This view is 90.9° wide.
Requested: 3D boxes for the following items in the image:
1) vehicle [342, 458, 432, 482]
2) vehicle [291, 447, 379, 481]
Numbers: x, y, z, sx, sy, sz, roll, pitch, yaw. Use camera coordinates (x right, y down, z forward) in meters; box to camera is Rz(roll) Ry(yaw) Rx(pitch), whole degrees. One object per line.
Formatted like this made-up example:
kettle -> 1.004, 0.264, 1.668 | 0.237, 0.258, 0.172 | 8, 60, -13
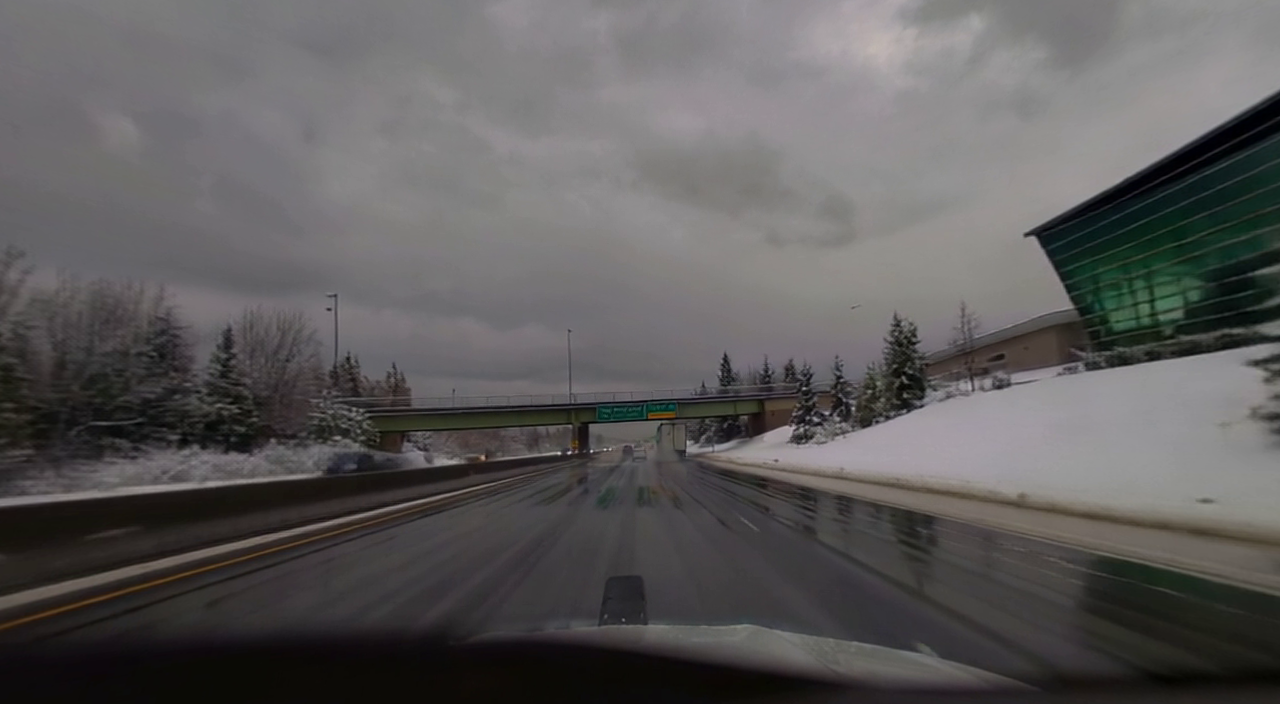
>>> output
vehicle -> -15.113, 7.095, 38.217 | 2.570, 1.155, 6.956 | 0, -9, 0
vehicle -> -15.118, 5.582, 31.595 | 1.949, 1.549, 4.819 | 0, -9, 1
